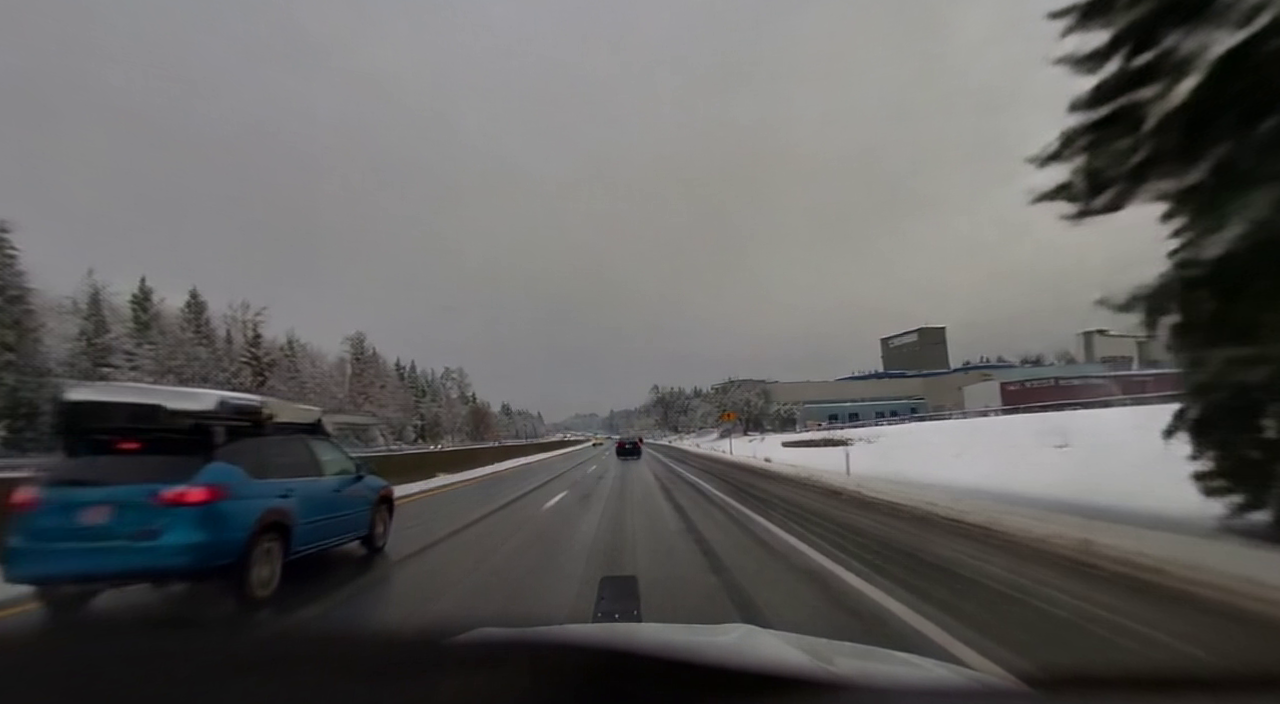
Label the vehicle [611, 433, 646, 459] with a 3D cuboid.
[{"bbox_3d":[-0.771,6.047,40.710,2.151,1.618,3.898,0,-8,-1],"label":"vehicle"}]

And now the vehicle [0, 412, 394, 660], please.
[{"bbox_3d":[-4.504,1.499,6.414,2.189,1.580,4.607,0,-8,-1],"label":"vehicle"}]
